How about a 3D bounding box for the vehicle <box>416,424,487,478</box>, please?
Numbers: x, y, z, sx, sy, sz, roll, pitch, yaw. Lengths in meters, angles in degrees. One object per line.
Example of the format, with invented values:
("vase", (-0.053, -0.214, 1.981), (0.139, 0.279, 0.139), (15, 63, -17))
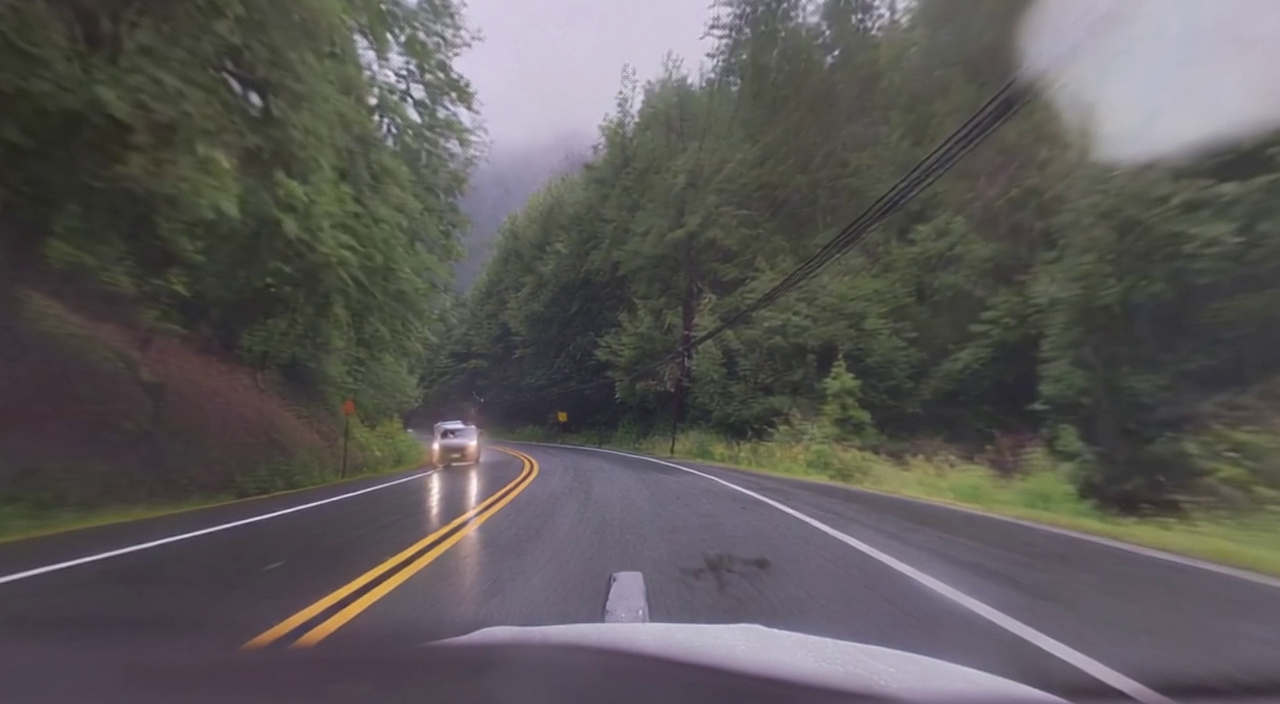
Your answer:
("vehicle", (-7.681, 4.069, 26.168), (2.151, 2.036, 4.267), (1, -9, -8))
